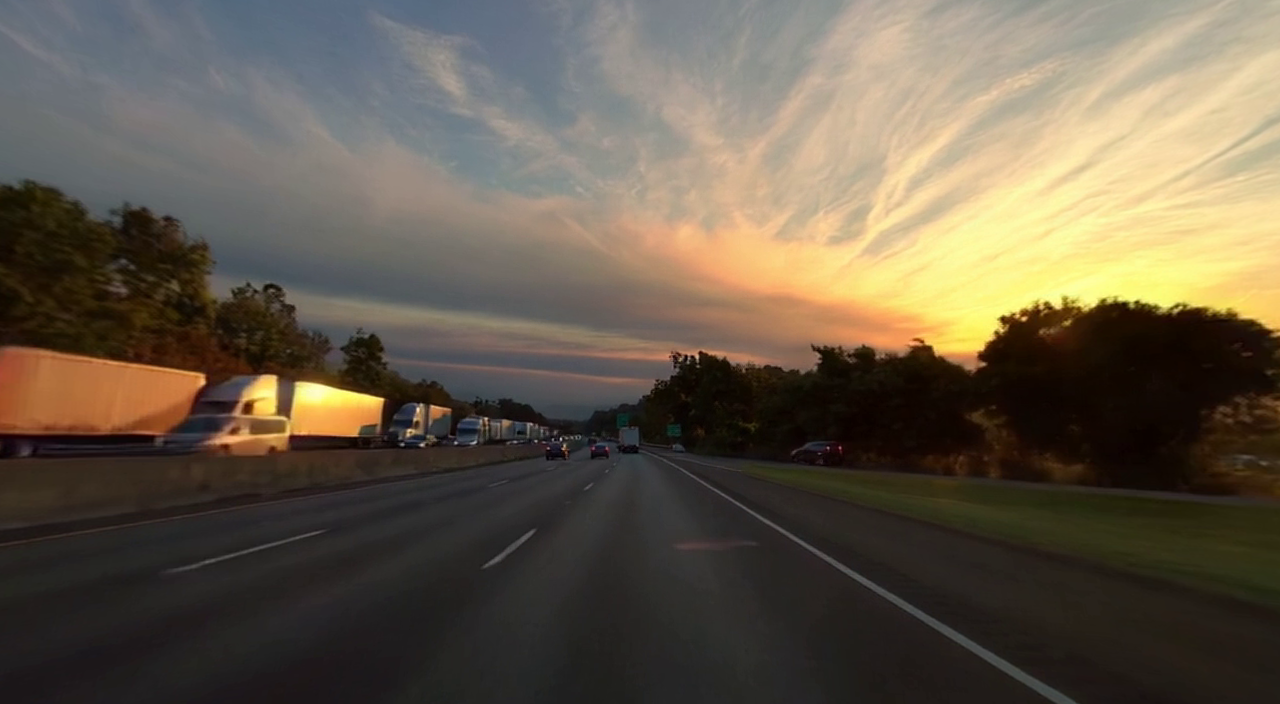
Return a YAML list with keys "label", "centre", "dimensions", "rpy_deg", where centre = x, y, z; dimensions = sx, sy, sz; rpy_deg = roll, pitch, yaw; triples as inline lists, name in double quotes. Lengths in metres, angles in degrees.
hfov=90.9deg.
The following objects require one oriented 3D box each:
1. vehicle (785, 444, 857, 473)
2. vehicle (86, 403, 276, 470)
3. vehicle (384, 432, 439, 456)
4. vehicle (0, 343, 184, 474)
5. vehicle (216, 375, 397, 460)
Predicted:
- label: "vehicle"
  centre: [11.574, 6.852, 40.616]
  dimensions: [2.080, 1.725, 4.252]
  rpy_deg: [7, -11, -26]
- label: "vehicle"
  centre: [-14.022, 2.705, 19.799]
  dimensions: [2.133, 1.816, 5.142]
  rpy_deg: [0, -9, -1]
- label: "vehicle"
  centre: [-14.455, 5.882, 40.177]
  dimensions: [1.915, 1.479, 4.154]
  rpy_deg: [0, -9, 1]
- label: "vehicle"
  centre: [-18.804, 1.851, 19.210]
  dimensions: [2.774, 3.524, 9.153]
  rpy_deg: [0, -9, 1]
- label: "vehicle"
  centre: [-18.552, 4.188, 36.979]
  dimensions: [2.787, 3.985, 14.192]
  rpy_deg: [0, -9, 0]
